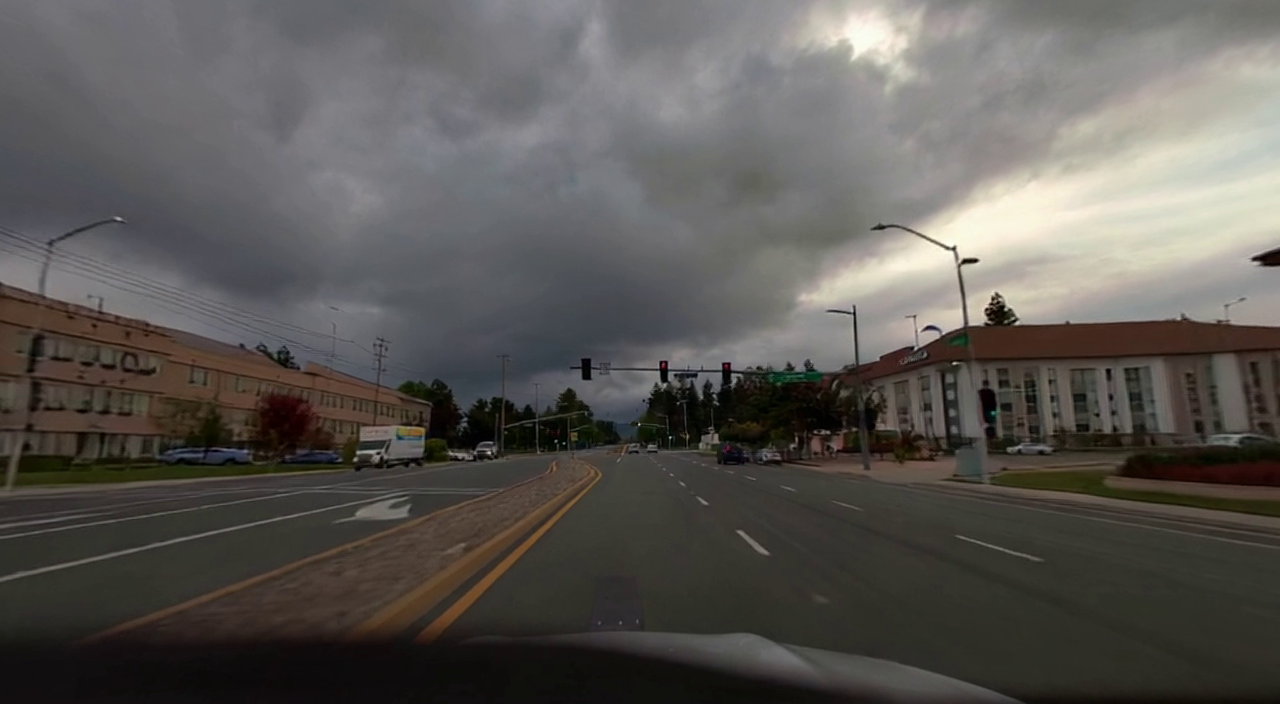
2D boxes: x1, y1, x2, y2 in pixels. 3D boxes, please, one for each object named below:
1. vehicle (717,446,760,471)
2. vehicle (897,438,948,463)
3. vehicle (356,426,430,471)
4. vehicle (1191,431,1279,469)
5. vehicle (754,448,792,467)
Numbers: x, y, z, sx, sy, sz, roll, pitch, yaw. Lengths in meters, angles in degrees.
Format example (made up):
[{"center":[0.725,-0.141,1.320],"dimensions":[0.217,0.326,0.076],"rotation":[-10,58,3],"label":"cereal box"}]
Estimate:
[{"center":[6.132,6.669,39.836],"dimensions":[1.916,1.437,4.327],"rotation":[1,-9,-2],"label":"vehicle"},{"center":[19.884,6.925,44.584],"dimensions":[1.815,1.643,3.746],"rotation":[0,-9,0],"label":"vehicle"},{"center":[-19.236,7.579,49.770],"dimensions":[2.886,3.299,6.838],"rotation":[0,-9,1],"label":"vehicle"},{"center":[30.392,4.847,31.264],"dimensions":[1.860,1.716,4.675],"rotation":[1,-9,-2],"label":"vehicle"},{"center":[10.393,8.253,49.686],"dimensions":[1.902,1.427,4.458],"rotation":[1,-9,-2],"label":"vehicle"}]
